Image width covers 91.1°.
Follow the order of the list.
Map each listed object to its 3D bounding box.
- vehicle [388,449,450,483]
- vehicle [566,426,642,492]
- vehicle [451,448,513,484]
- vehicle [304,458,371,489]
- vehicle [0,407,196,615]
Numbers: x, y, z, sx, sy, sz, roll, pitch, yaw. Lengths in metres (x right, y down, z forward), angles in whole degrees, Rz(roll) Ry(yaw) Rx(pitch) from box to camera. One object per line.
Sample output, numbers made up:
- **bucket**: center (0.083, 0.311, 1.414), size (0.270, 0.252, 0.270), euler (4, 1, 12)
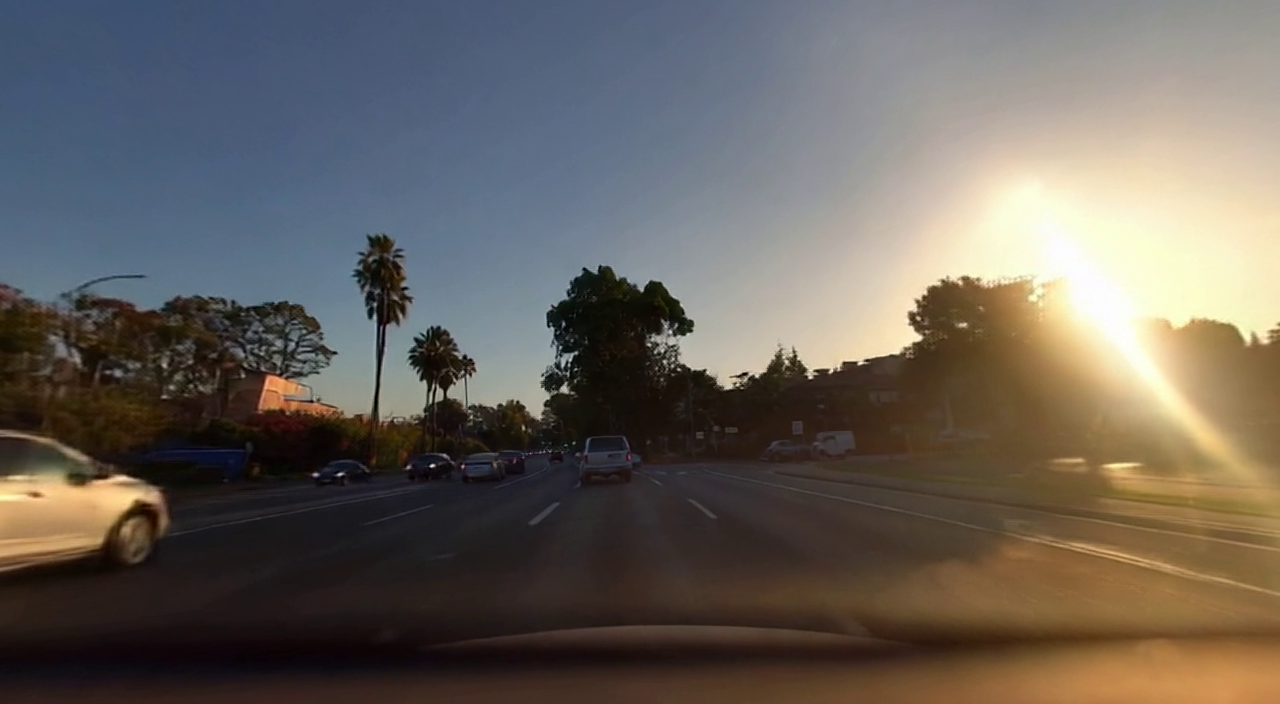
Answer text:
- **vehicle**: center (-13.260, 6.811, 37.932), size (2.213, 1.857, 4.830), euler (1, -9, -3)
- **vehicle**: center (-1.506, 4.037, 23.943), size (2.507, 2.161, 6.049), euler (1, -9, -6)
- **vehicle**: center (-7.515, 5.444, 30.311), size (2.016, 1.576, 4.215), euler (0, -9, -2)
- **vehicle**: center (-16.501, 6.609, 34.447), size (1.971, 1.518, 3.772), euler (1, -9, -3)
- **vehicle**: center (-6.354, 1.281, 5.010), size (2.235, 1.682, 4.662), euler (0, -9, -1)
